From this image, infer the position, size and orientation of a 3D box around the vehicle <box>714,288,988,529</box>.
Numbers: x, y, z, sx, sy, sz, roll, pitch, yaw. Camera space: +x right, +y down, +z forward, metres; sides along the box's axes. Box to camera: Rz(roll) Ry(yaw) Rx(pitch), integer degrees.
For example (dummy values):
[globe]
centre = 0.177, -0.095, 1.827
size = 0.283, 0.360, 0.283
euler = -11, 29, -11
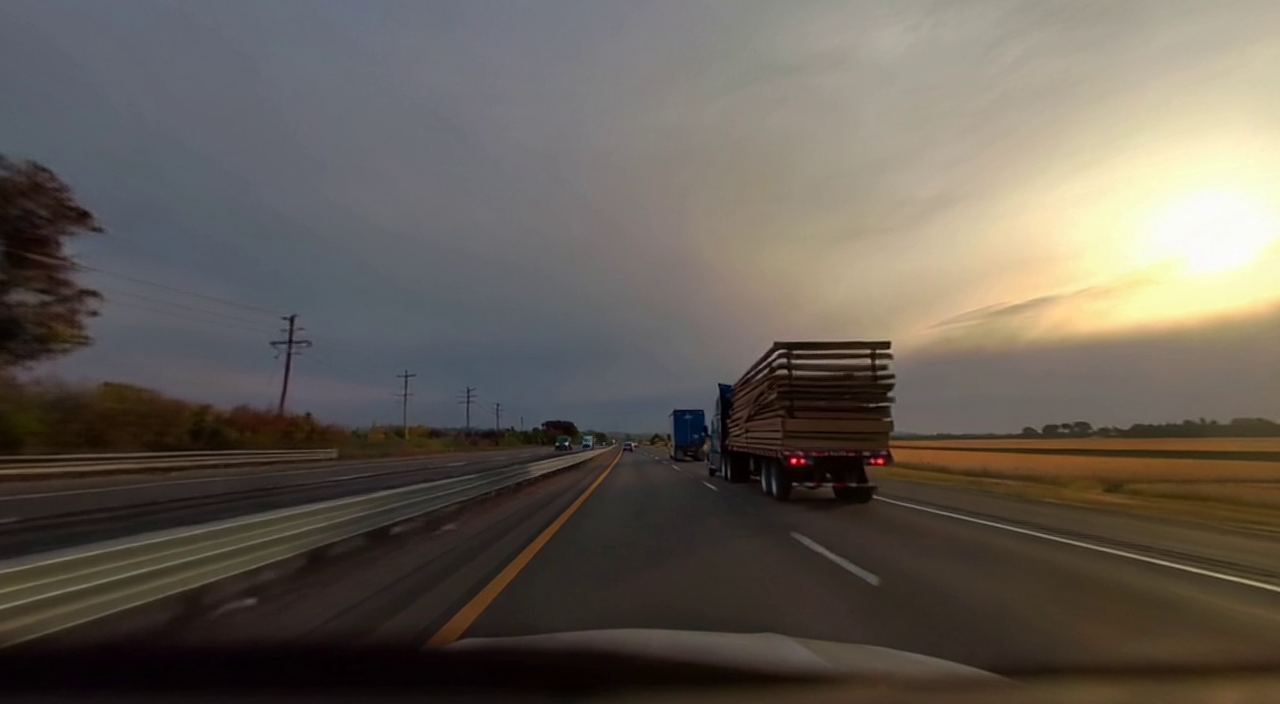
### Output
[vehicle]
centre = 4.344, 1.844, 17.550
size = 3.024, 4.065, 13.796
euler = -1, -8, 1
